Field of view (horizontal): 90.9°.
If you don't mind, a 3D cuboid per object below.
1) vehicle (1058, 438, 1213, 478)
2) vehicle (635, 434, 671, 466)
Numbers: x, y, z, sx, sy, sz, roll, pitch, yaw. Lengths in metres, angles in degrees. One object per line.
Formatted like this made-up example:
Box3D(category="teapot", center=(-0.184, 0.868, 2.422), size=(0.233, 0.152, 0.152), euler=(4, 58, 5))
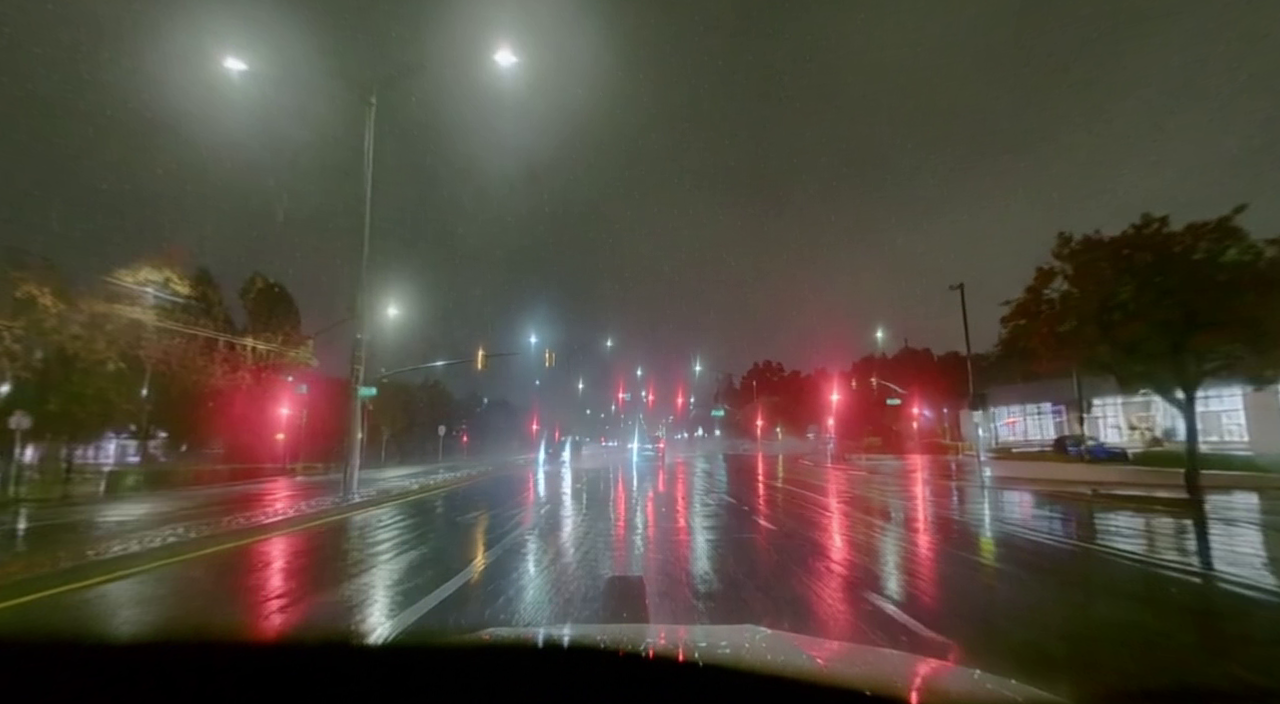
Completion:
Box3D(category="vehicle", center=(19.807, 4.248, 25.352), size=(4.479, 1.488, 2.038), euler=(0, -8, 0))
Box3D(category="vehicle", center=(0.773, 5.871, 37.883), size=(1.994, 1.759, 4.186), euler=(0, -8, 1))
